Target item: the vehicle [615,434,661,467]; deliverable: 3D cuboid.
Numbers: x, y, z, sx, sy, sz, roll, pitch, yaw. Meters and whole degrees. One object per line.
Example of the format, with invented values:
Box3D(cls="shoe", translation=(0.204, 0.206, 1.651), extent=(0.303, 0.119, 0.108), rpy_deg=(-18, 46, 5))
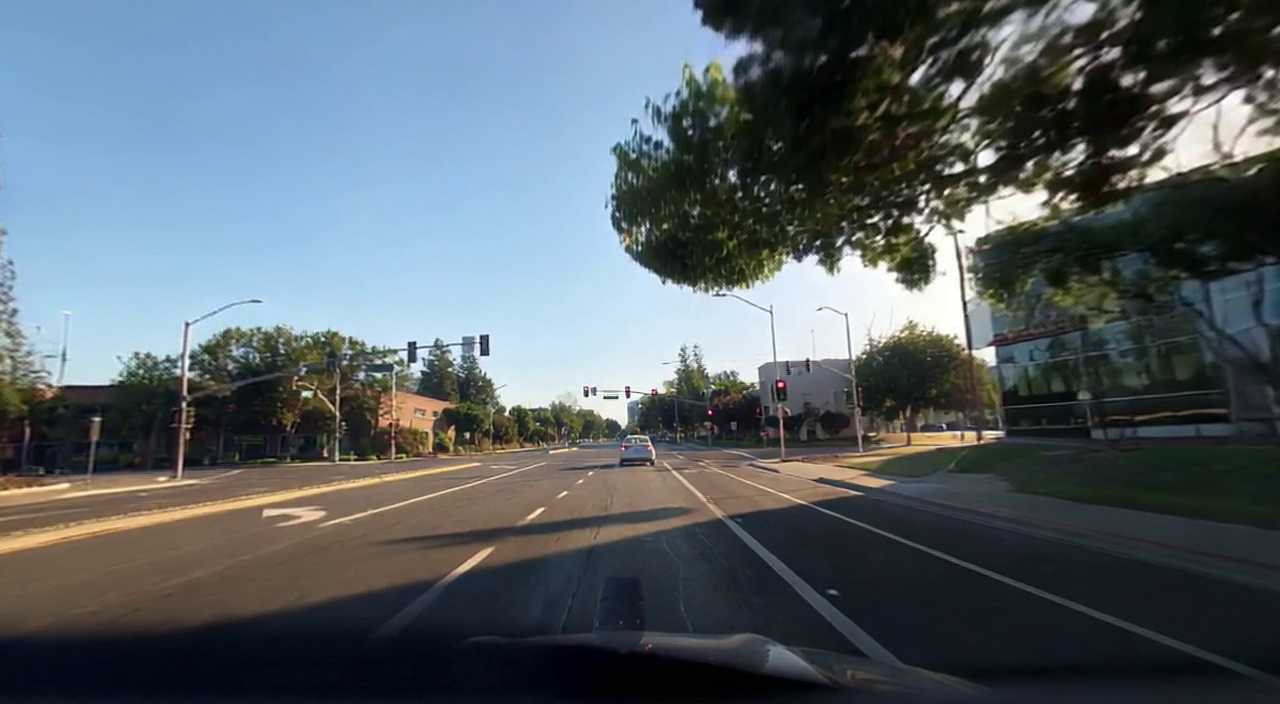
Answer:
Box3D(cls="vehicle", translation=(-0.122, 4.769, 30.593), extent=(2.107, 1.470, 3.974), rpy_deg=(0, -9, -1))
